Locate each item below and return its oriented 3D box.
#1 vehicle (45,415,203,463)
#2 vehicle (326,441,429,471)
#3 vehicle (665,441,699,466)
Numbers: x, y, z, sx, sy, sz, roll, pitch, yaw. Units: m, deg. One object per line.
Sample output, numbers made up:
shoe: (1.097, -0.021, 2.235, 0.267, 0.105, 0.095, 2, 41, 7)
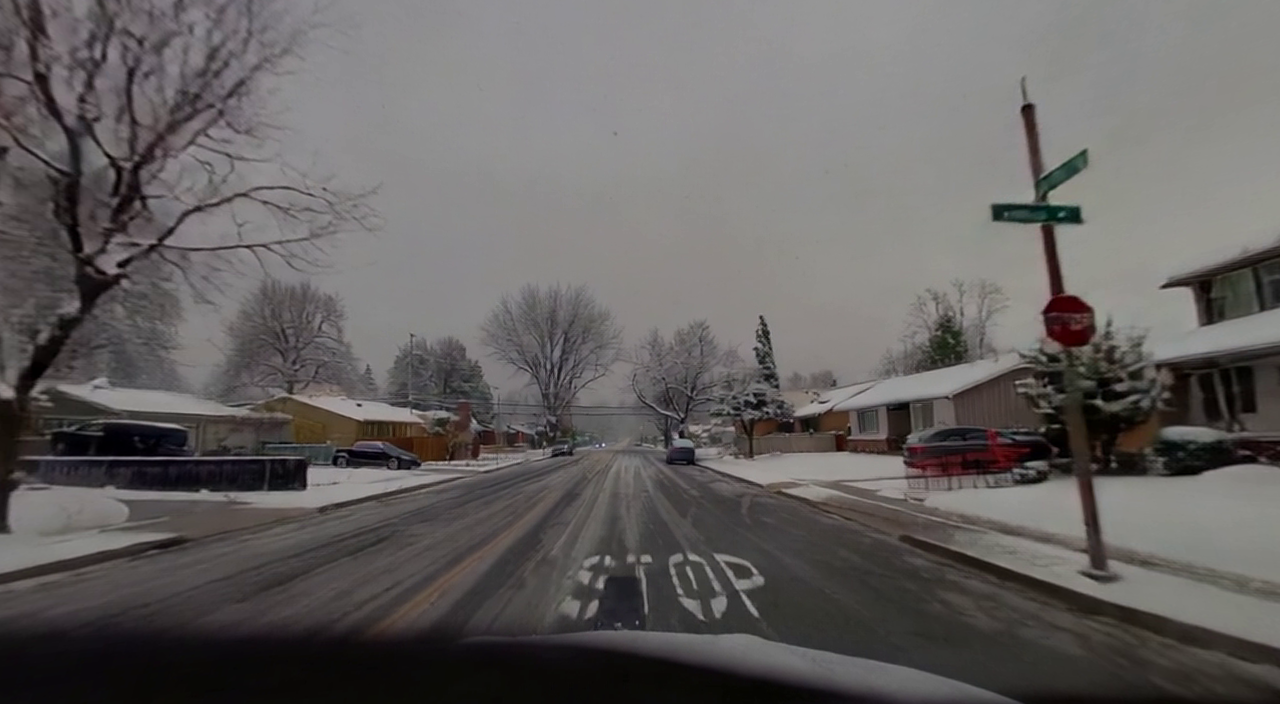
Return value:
vehicle: (-18.900, 3.221, 23.311, 4.093, 1.661, 1.765, 0, -8, -5)
vehicle: (-13.722, 5.456, 33.259, 4.572, 1.522, 1.999, 1, -8, -5)
vehicle: (2.740, 6.706, 41.793, 1.975, 1.528, 4.000, 0, -8, 0)
